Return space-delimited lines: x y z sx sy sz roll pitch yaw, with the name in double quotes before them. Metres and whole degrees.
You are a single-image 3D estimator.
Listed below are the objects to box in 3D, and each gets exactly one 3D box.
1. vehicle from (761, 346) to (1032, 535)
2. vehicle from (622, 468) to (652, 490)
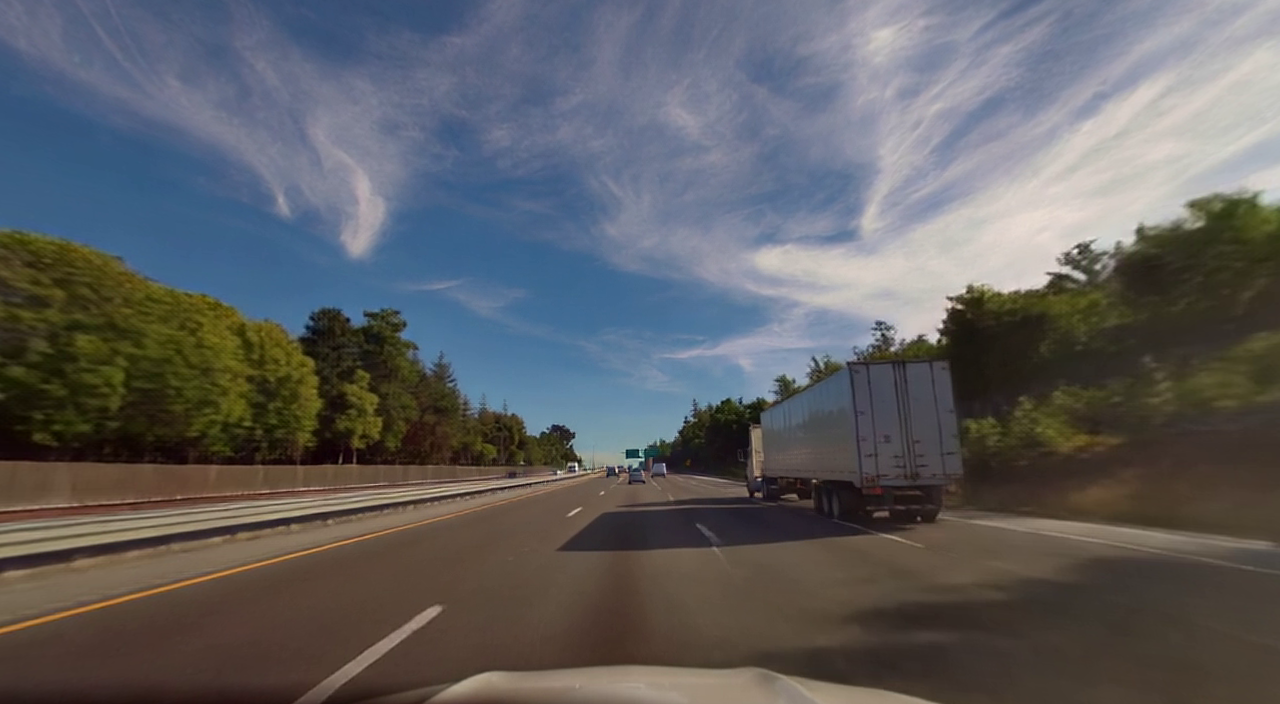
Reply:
"vehicle" 6.860 3.147 20.608 2.926 4.073 13.836 1 -10 0
"vehicle" -0.241 8.933 44.524 2.029 1.459 3.684 1 -10 -1
